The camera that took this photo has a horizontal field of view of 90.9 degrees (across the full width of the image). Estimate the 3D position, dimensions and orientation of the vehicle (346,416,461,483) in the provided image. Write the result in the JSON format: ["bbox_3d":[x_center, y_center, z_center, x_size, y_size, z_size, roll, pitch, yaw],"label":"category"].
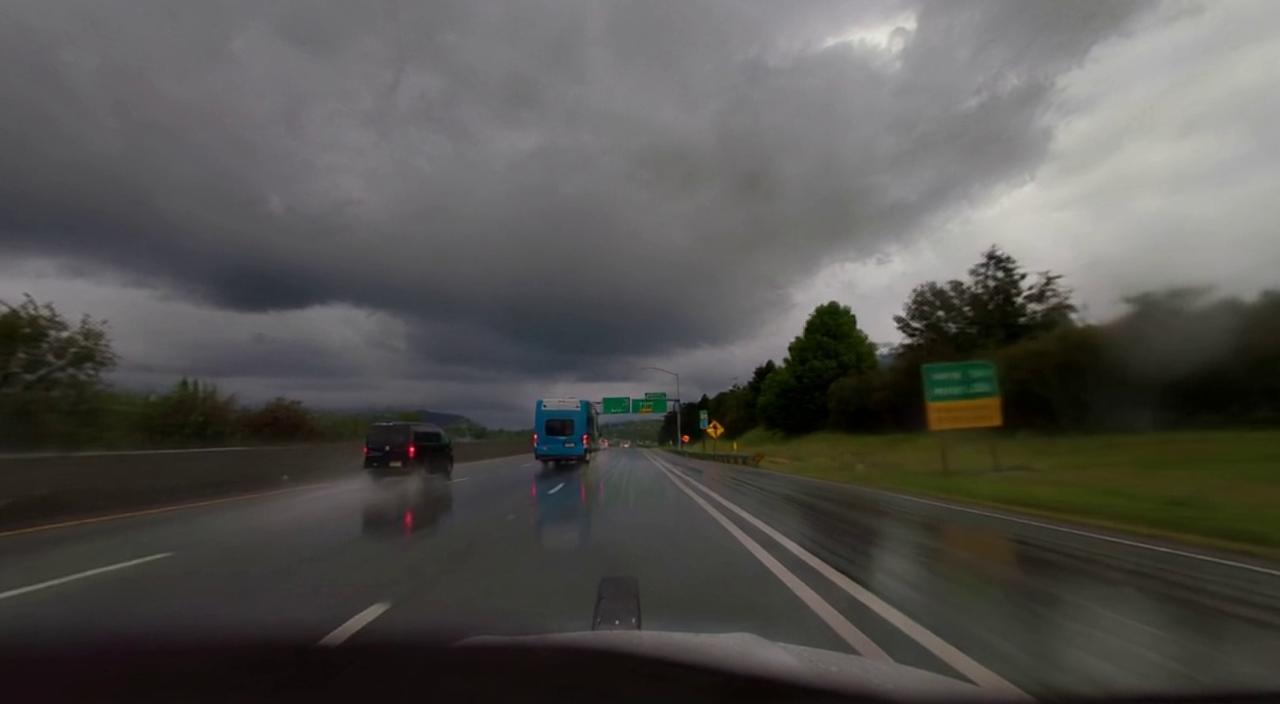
[{"bbox_3d":[-7.336,3.050,20.053,2.045,1.873,4.202,0,-8,0],"label":"vehicle"}]

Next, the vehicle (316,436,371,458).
[{"bbox_3d":[-20.537,6.573,43.819,1.793,1.439,4.273,0,-8,-1],"label":"vehicle"}]

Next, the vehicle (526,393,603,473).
[{"bbox_3d":[-3.312,3.838,29.654,2.676,3.269,7.388,0,-8,0],"label":"vehicle"}]
